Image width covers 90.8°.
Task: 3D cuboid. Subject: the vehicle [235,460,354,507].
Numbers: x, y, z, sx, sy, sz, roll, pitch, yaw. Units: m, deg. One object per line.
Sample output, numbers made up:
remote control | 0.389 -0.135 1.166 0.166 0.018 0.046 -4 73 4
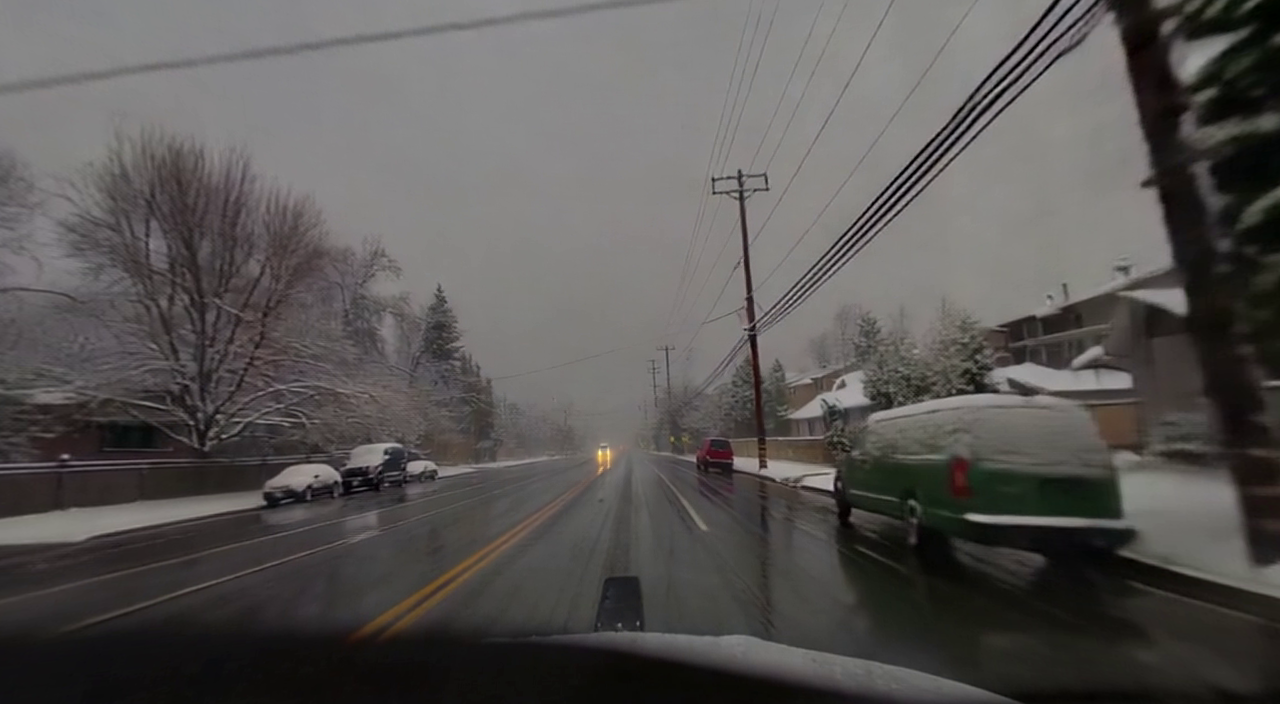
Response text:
vehicle | -13.416 5.094 24.932 2.041 1.573 4.575 0 -9 1

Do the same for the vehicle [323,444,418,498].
vehicle | -13.316 5.855 31.738 2.331 2.265 5.888 -2 -8 -1

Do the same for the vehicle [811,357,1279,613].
vehicle | 4.626 1.698 9.152 2.578 2.248 7.011 -1 -9 2

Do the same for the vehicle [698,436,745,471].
vehicle | 4.985 6.341 39.539 2.238 1.995 5.491 0 -9 0
